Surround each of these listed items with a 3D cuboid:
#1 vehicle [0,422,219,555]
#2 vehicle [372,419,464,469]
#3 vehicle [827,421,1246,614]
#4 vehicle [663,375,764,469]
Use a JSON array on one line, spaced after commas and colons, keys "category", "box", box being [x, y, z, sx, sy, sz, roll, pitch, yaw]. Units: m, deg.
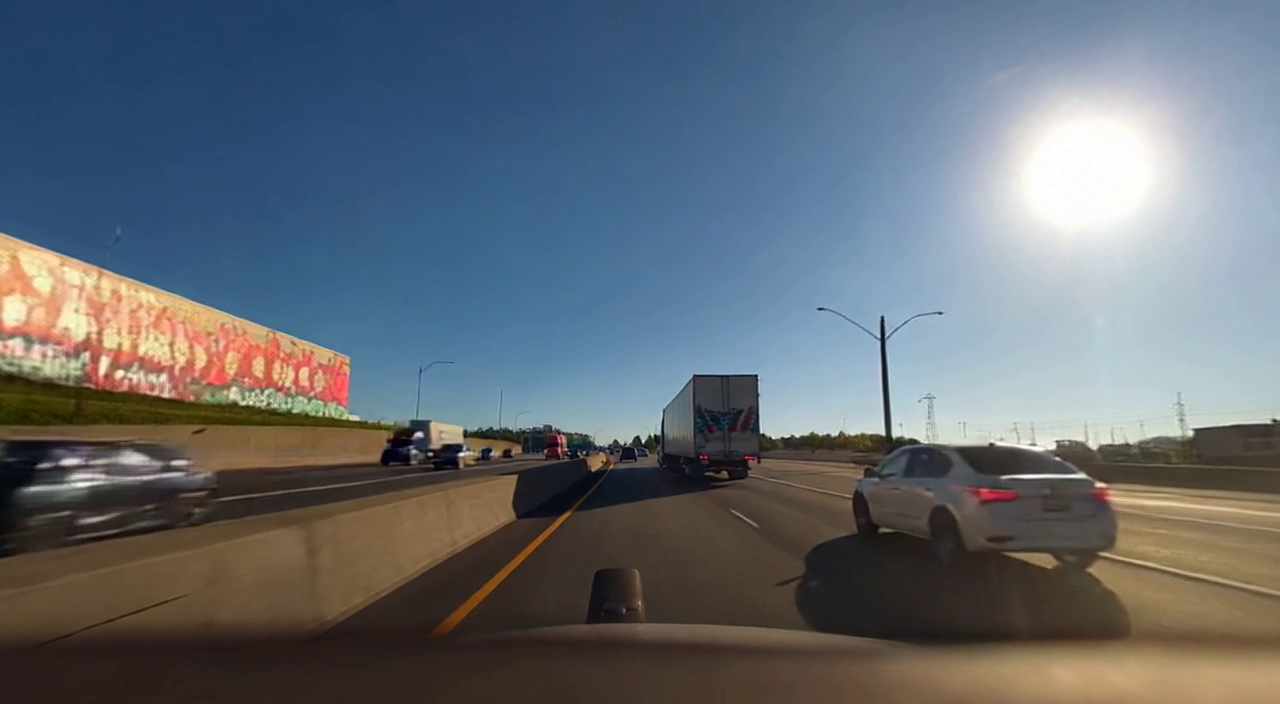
[{"category": "vehicle", "box": [-8.327, 1.844, 8.916, 1.892, 1.508, 3.980, 0, -9, 0]}, {"category": "vehicle", "box": [-16.834, 7.188, 48.671, 3.471, 3.416, 11.022, 1, -9, -2]}, {"category": "vehicle", "box": [3.999, 1.730, 7.537, 2.085, 1.588, 4.436, 0, -9, -1]}, {"category": "vehicle", "box": [3.672, 4.574, 37.624, 3.317, 4.314, 17.803, 0, -9, -2]}]
